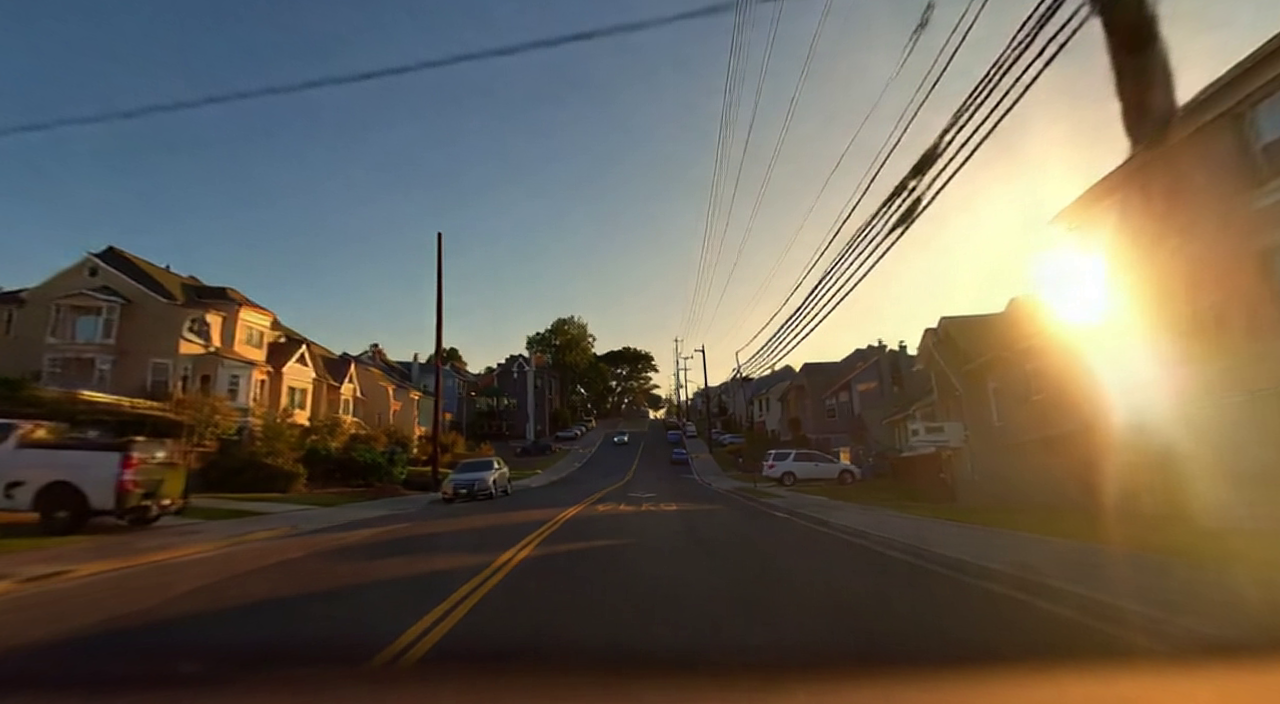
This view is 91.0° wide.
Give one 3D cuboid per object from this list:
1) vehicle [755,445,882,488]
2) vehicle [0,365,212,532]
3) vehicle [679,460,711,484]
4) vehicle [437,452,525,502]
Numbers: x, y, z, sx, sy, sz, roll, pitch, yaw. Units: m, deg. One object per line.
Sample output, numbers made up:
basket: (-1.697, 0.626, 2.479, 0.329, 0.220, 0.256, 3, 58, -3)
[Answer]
vehicle: (8.604, 5.547, 30.751, 5.512, 1.846, 2.115, -2, -8, 2)
vehicle: (-12.486, 2.110, 12.799, 5.503, 2.906, 2.584, -3, -14, 0)
vehicle: (3.707, 8.195, 43.116, 2.063, 1.503, 4.415, 0, -10, 3)
vehicle: (-6.234, 5.041, 25.285, 2.156, 1.764, 4.410, -2, -12, 3)
